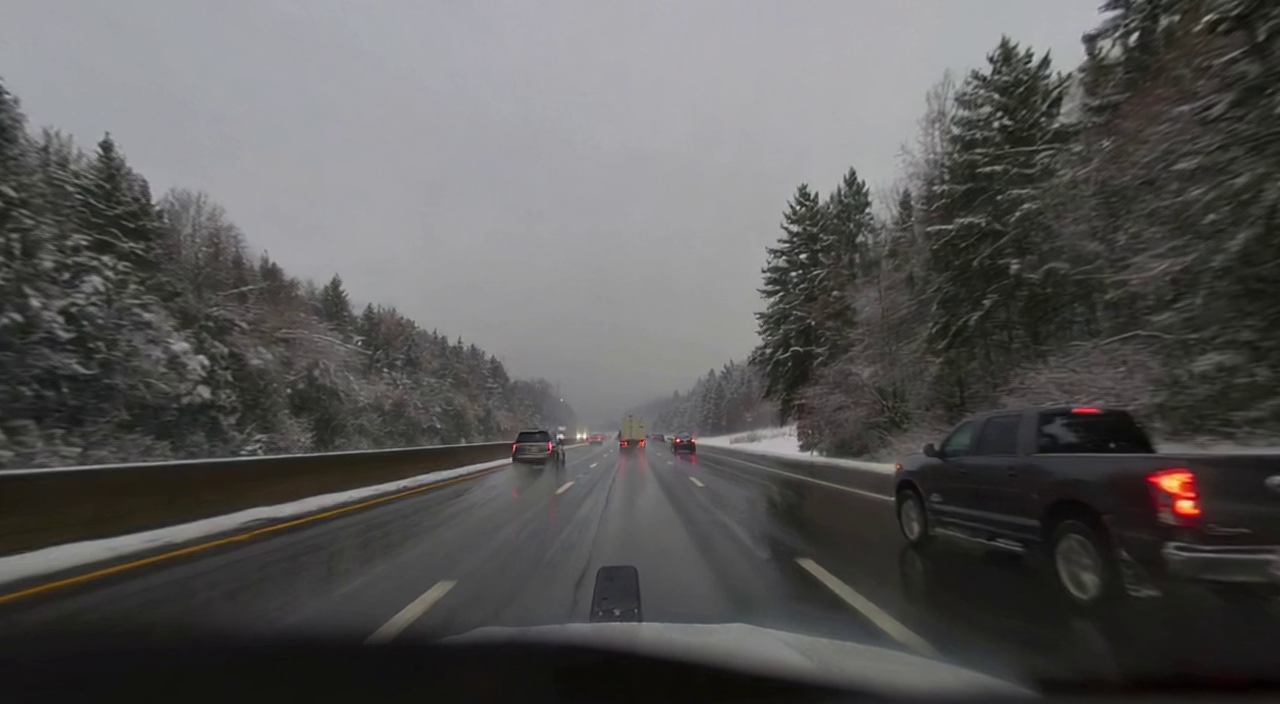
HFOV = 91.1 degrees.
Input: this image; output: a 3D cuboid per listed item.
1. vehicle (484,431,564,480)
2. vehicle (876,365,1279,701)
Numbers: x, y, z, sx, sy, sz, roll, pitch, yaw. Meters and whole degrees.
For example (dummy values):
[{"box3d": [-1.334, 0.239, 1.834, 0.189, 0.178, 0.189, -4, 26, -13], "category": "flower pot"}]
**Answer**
[{"box3d": [-3.840, 3.494, 21.574, 2.027, 1.501, 3.920, 0, -8, 0], "category": "vehicle"}, {"box3d": [3.885, 1.192, 5.384, 1.962, 1.680, 4.298, 0, -8, -1], "category": "vehicle"}]
